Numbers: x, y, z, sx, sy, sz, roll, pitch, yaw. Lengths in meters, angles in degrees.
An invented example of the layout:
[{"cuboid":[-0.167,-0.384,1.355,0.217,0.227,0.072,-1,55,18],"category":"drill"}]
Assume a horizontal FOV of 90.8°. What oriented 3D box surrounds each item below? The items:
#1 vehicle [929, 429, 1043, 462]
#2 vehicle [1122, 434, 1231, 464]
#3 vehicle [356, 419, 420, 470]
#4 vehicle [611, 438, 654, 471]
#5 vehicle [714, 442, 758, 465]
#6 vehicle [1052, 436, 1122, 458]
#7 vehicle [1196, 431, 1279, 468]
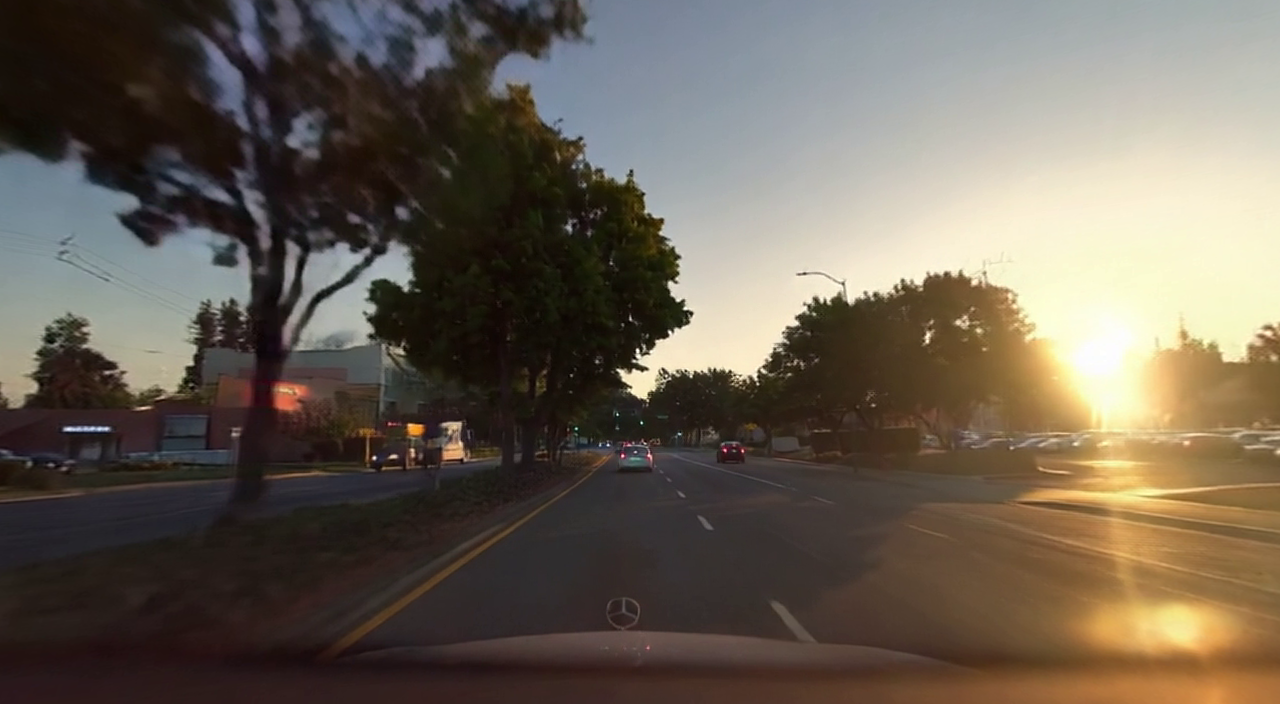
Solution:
[{"cuboid":[22.140,6.011,40.596,5.909,1.970,2.365,0,-8,0],"category":"vehicle"},{"cuboid":[26.943,4.896,31.964,1.761,1.409,4.353,0,-8,1],"category":"vehicle"},{"cuboid":[-19.776,7.297,49.853,2.986,3.786,4.453,0,-8,1],"category":"vehicle"},{"cuboid":[-0.461,5.239,32.392,2.072,1.545,4.578,0,-8,-3],"category":"vehicle"},{"cuboid":[6.637,7.059,44.089,2.075,1.475,4.571,0,-8,-3],"category":"vehicle"},{"cuboid":[32.734,6.974,46.454,1.804,1.461,4.611,0,-8,1],"category":"vehicle"},{"cuboid":[26.799,4.123,26.888,1.840,1.446,4.820,-1,-8,0],"category":"vehicle"}]
